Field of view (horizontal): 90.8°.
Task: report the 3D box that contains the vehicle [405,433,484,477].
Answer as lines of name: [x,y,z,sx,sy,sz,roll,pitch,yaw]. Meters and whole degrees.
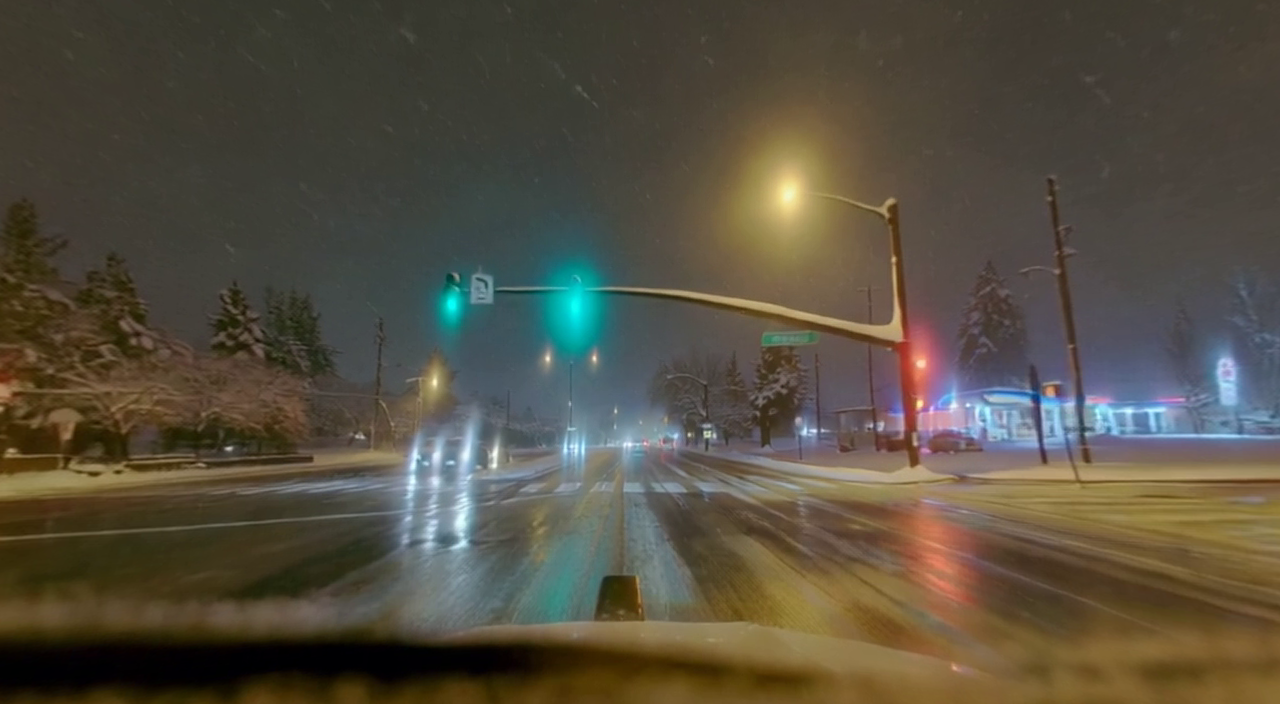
vehicle: [-8.513,4.499,28.044,1.946,1.710,5.043,-1,-7,0]

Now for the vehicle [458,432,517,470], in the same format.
vehicle: [-8.372,5.420,35.036,2.037,1.799,4.928,-3,-7,0]

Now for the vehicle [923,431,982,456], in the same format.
vehicle: [20.216,5.907,40.739,2.094,1.488,4.433,-8,-11,43]

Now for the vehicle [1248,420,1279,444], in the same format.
vehicle: [41.560,5.276,41.455,4.126,1.490,1.892,7,-11,-41]
